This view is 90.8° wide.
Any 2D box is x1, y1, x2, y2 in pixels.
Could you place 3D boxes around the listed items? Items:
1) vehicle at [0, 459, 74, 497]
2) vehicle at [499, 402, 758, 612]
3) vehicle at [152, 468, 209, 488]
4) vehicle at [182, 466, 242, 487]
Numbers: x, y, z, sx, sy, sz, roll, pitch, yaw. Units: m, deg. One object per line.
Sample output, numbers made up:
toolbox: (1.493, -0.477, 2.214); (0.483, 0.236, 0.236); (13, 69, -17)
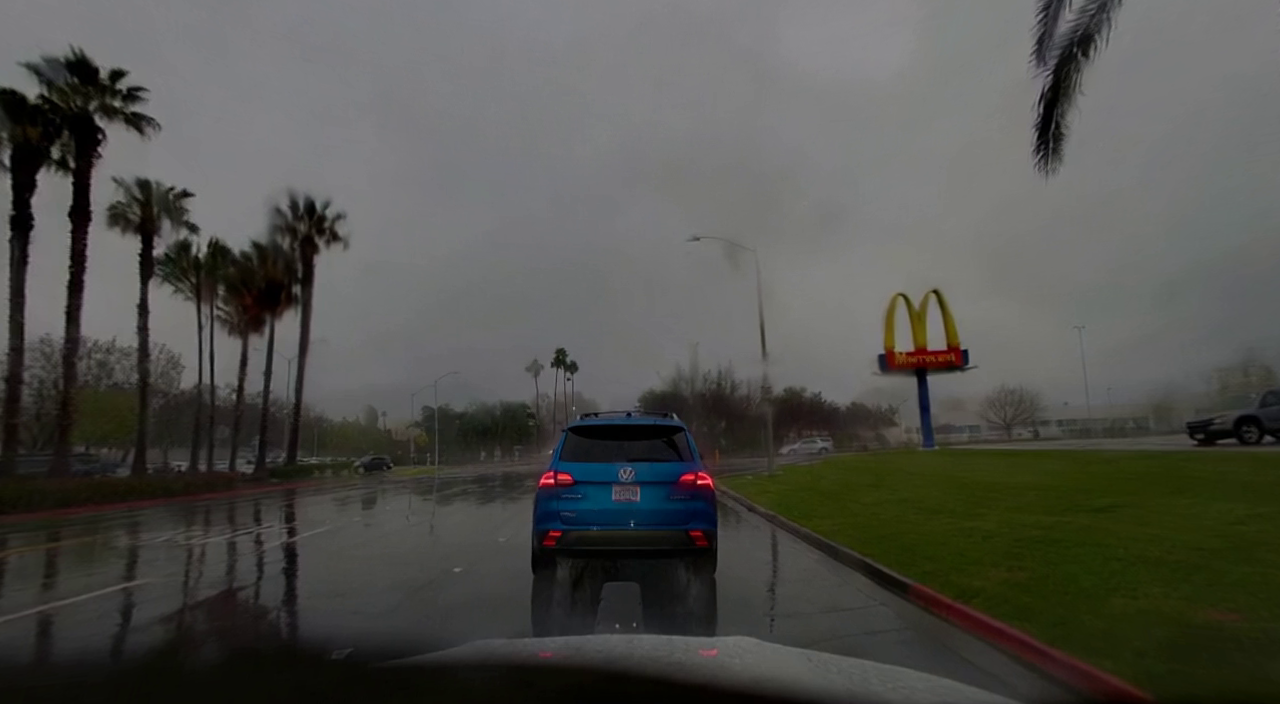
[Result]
vehicle: (-28.001, 5.504, 27.657); (4.341, 1.528, 1.979); (5, -10, -29)
vehicle: (-0.139, 1.578, 7.281); (2.137, 1.728, 3.926); (0, -9, -1)
vehicle: (-35.582, 9.746, 49.055); (1.641, 1.375, 3.640); (0, -9, 0)
vehicle: (-33.253, 9.676, 49.193); (1.792, 1.439, 3.952); (-1, -9, 3)
